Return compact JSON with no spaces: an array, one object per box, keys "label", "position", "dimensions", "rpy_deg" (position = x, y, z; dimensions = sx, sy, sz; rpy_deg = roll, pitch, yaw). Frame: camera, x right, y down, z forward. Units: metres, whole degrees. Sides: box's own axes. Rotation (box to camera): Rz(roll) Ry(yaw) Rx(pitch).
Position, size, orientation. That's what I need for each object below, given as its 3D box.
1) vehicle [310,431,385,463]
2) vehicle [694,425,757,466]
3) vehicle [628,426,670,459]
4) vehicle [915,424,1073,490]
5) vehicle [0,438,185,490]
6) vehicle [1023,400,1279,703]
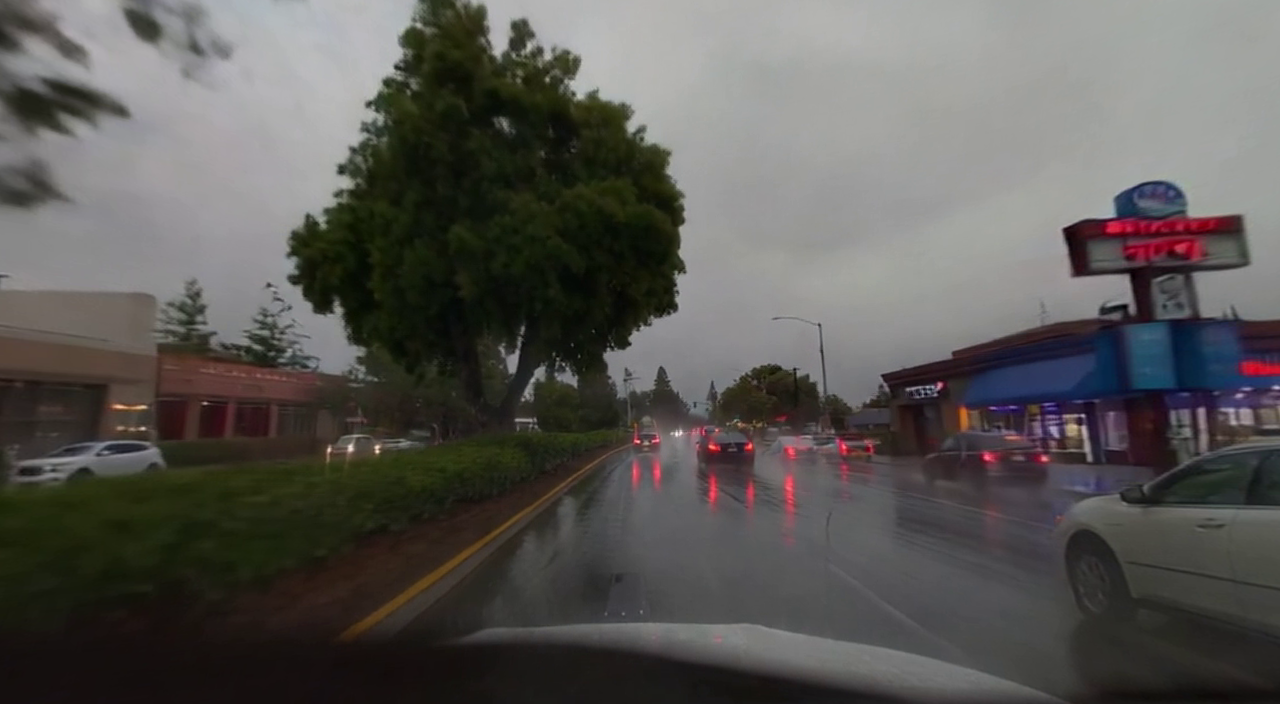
[{"label":"vehicle","position":[-18.994,6.166,41.066],"dimensions":[2.488,1.752,4.991],"rpy_deg":[-2,-6,1]},{"label":"vehicle","position":[3.708,4.137,27.897],"dimensions":[2.115,1.692,4.189],"rpy_deg":[0,-8,-1]},{"label":"vehicle","position":[0.424,4.850,33.607],"dimensions":[2.098,1.682,3.778],"rpy_deg":[0,-8,-1]},{"label":"vehicle","position":[10.387,3.121,18.924],"dimensions":[2.123,1.726,4.520],"rpy_deg":[0,-8,0]},{"label":"vehicle","position":[-18.821,3.759,21.660],"dimensions":[2.034,1.532,5.548],"rpy_deg":[0,-8,1]},{"label":"vehicle","position":[3.914,0.904,2.490],"dimensions":[1.908,1.463,4.506],"rpy_deg":[0,-8,-1]}]
